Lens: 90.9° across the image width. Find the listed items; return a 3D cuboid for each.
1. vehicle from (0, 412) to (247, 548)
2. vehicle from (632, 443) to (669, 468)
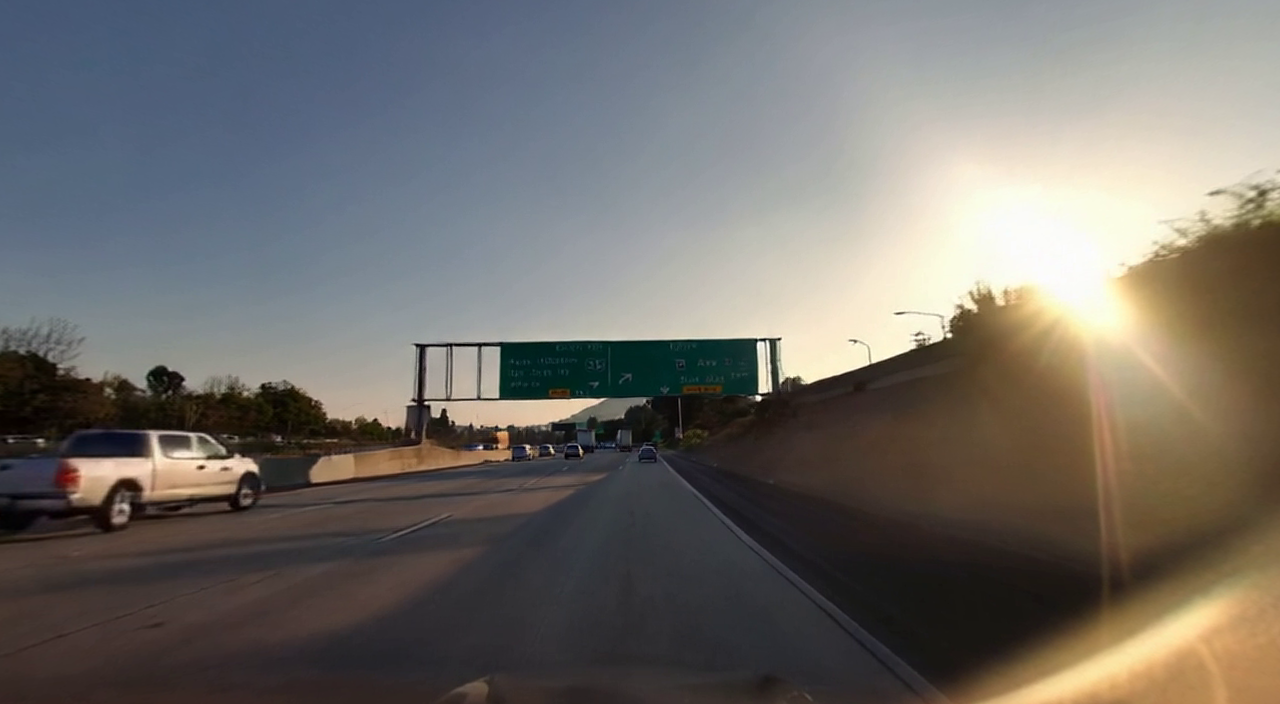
[{"bbox_3d":[-9.405,2.055,10.864,2.246,1.812,4.740,0,-8,-1],"label":"vehicle"},{"bbox_3d":[0.606,6.318,38.720,2.137,1.461,3.999,0,-8,0],"label":"vehicle"}]
